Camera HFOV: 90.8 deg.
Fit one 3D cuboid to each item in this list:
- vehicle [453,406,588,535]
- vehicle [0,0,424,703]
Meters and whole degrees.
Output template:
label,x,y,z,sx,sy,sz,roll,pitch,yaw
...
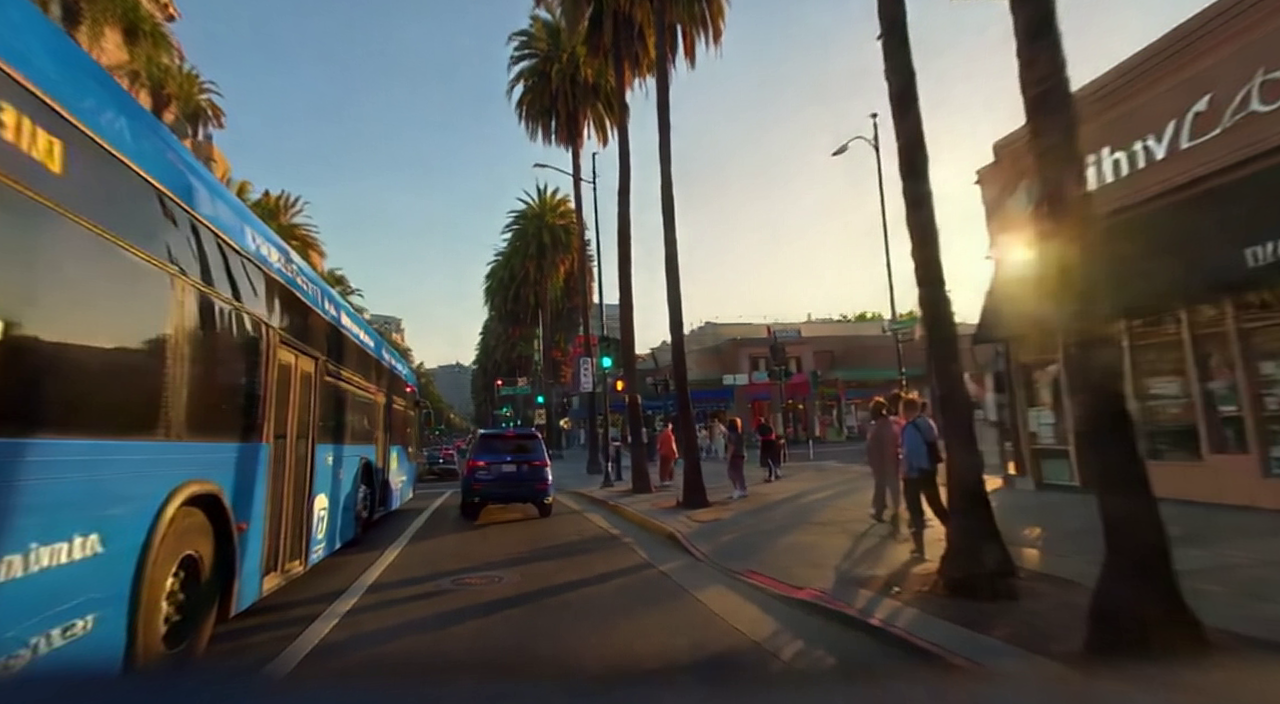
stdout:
label,x,y,z,sx,sy,sz,roll,pitch,yaw
vehicle,-2.405,2.117,11.834,2.002,1.907,4.211,2,-9,-17
vehicle,-4.769,0.720,7.107,2.863,3.233,11.573,2,-9,-11
